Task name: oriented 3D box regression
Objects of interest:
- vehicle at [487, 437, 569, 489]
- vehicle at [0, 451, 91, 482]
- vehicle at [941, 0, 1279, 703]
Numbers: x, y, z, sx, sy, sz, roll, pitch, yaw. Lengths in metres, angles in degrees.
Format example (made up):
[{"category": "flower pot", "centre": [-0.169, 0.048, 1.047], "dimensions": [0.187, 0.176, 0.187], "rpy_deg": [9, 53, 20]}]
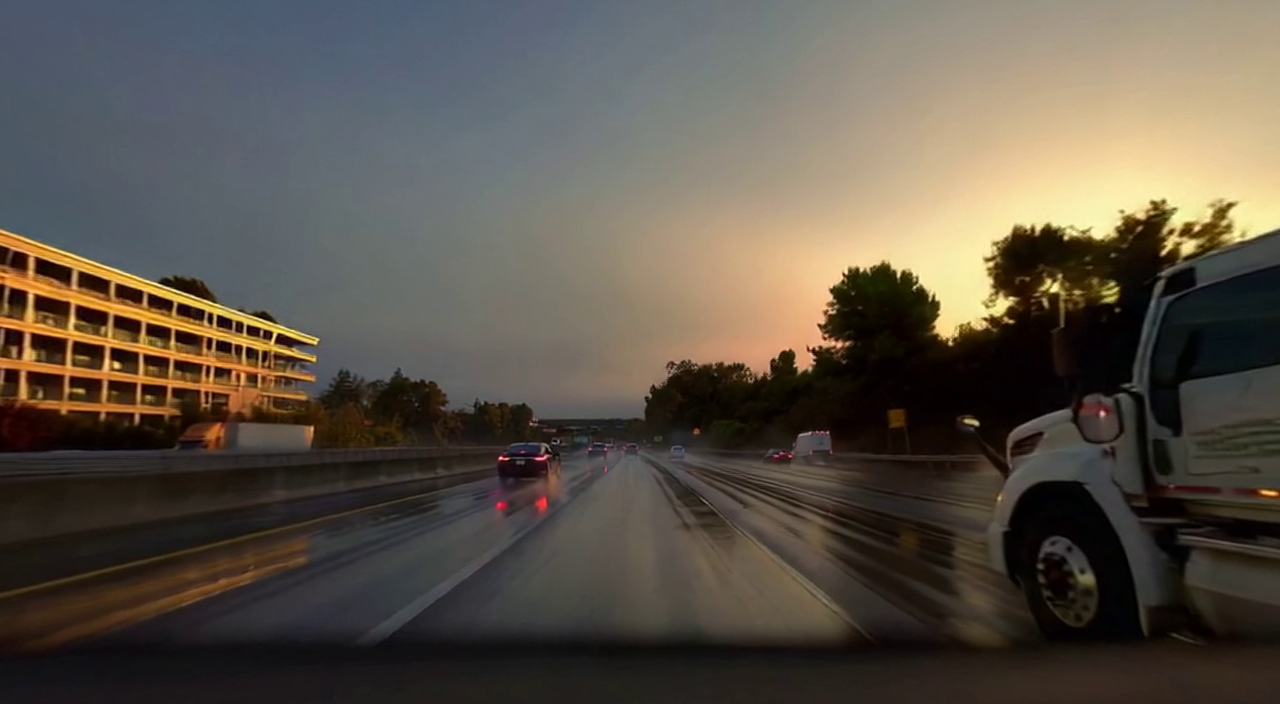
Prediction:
[{"category": "vehicle", "centre": [-3.613, 3.651, 21.061], "dimensions": [1.954, 1.528, 4.010], "rpy_deg": [0, -9, 0]}, {"category": "vehicle", "centre": [-32.280, 6.056, 33.527], "dimensions": [1.863, 1.470, 4.531], "rpy_deg": [0, -9, 1]}, {"category": "vehicle", "centre": [3.686, -0.349, 1.219], "dimensions": [3.089, 3.779, 6.420], "rpy_deg": [0, -9, 2]}]
